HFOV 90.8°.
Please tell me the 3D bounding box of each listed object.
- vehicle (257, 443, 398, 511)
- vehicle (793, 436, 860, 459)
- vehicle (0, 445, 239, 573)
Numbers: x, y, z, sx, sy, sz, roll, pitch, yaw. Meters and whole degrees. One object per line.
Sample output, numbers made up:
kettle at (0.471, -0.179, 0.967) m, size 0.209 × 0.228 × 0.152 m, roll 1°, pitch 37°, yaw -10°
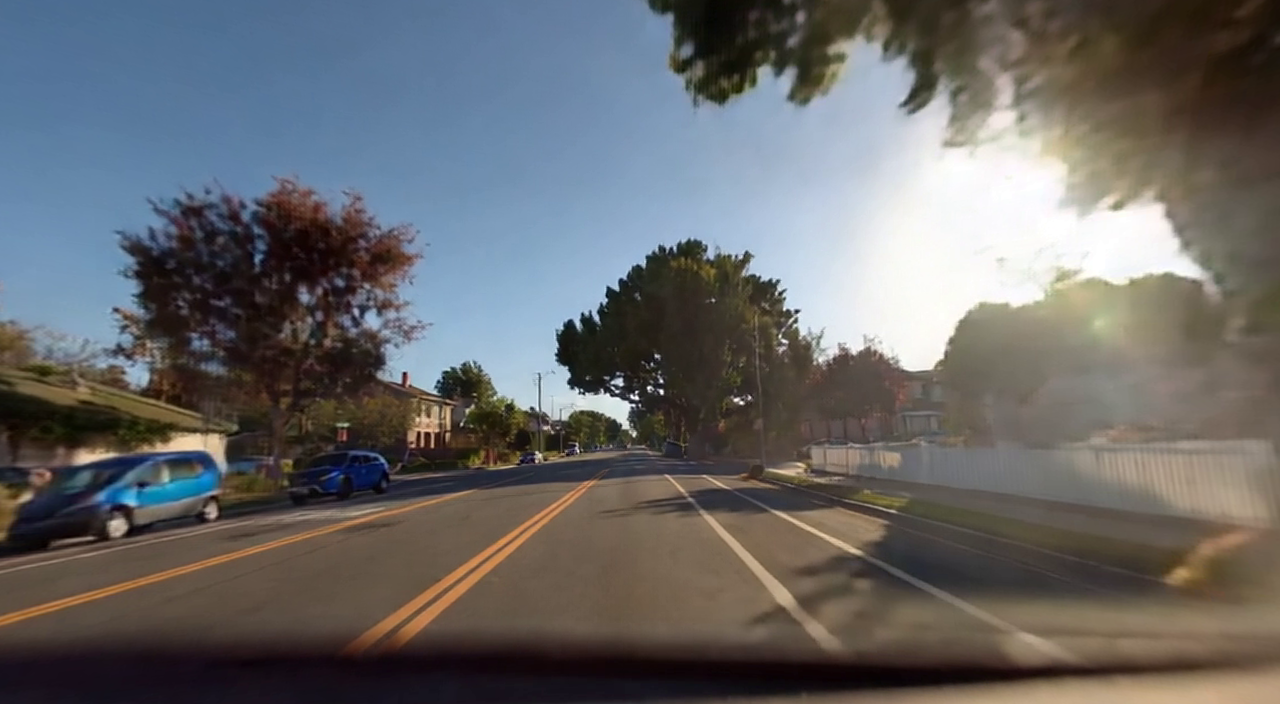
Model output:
vehicle at (-11.119, 4.405, 23.081) m, size 2.241 × 1.944 × 5.709 m, roll -4°, pitch -8°, yaw 0°
vehicle at (14.369, 7.349, 48.849) m, size 4.635 × 1.706 × 1.954 m, roll 0°, pitch -8°, yaw 3°
vehicle at (-11.079, 2.945, 12.782) m, size 2.341 × 1.835 × 5.570 m, roll -3°, pitch -7°, yaw 0°
